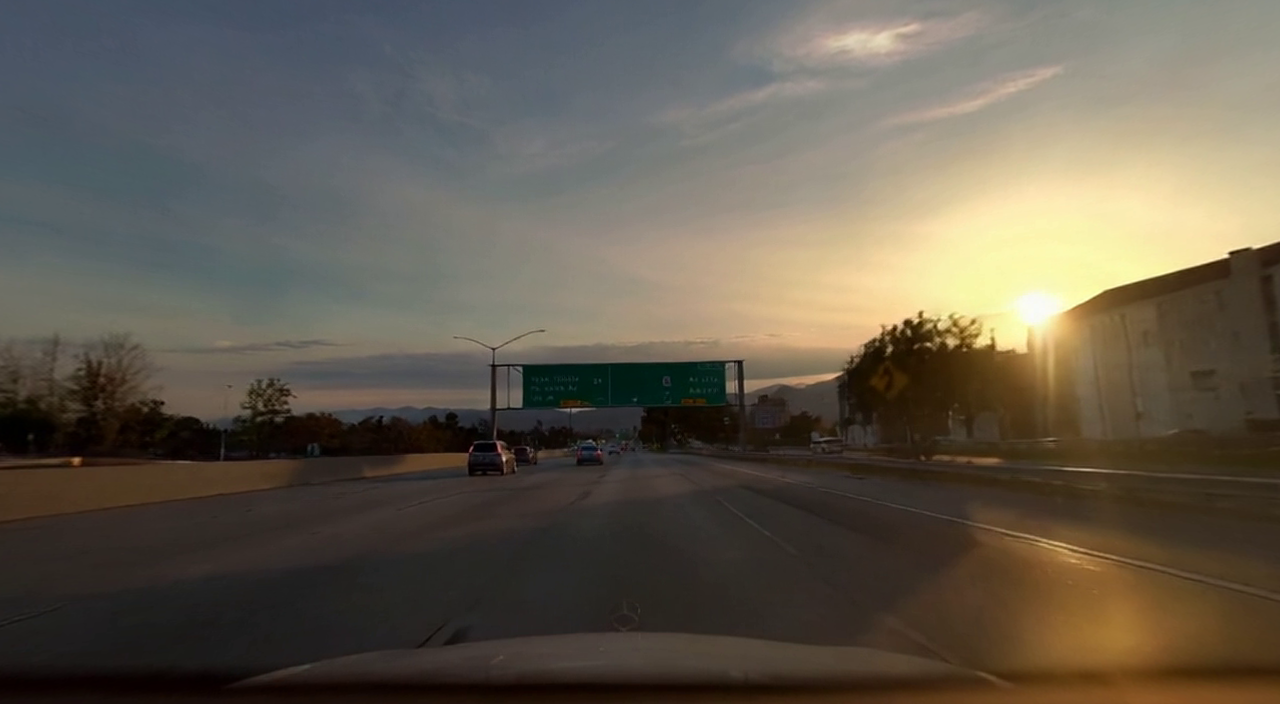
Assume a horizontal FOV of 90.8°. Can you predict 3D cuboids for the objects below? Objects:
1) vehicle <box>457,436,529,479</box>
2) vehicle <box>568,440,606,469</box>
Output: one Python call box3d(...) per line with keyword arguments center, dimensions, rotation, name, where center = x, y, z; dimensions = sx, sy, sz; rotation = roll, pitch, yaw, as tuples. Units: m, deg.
box3d(center=(-6.495, 4.708, 28.485), dimensions=(2.015, 1.762, 4.790), rotation=(0, -8, 1), name="vehicle")
box3d(center=(-3.283, 6.457, 40.167), dimensions=(2.027, 1.697, 4.307), rotation=(0, -8, 0), name="vehicle")
